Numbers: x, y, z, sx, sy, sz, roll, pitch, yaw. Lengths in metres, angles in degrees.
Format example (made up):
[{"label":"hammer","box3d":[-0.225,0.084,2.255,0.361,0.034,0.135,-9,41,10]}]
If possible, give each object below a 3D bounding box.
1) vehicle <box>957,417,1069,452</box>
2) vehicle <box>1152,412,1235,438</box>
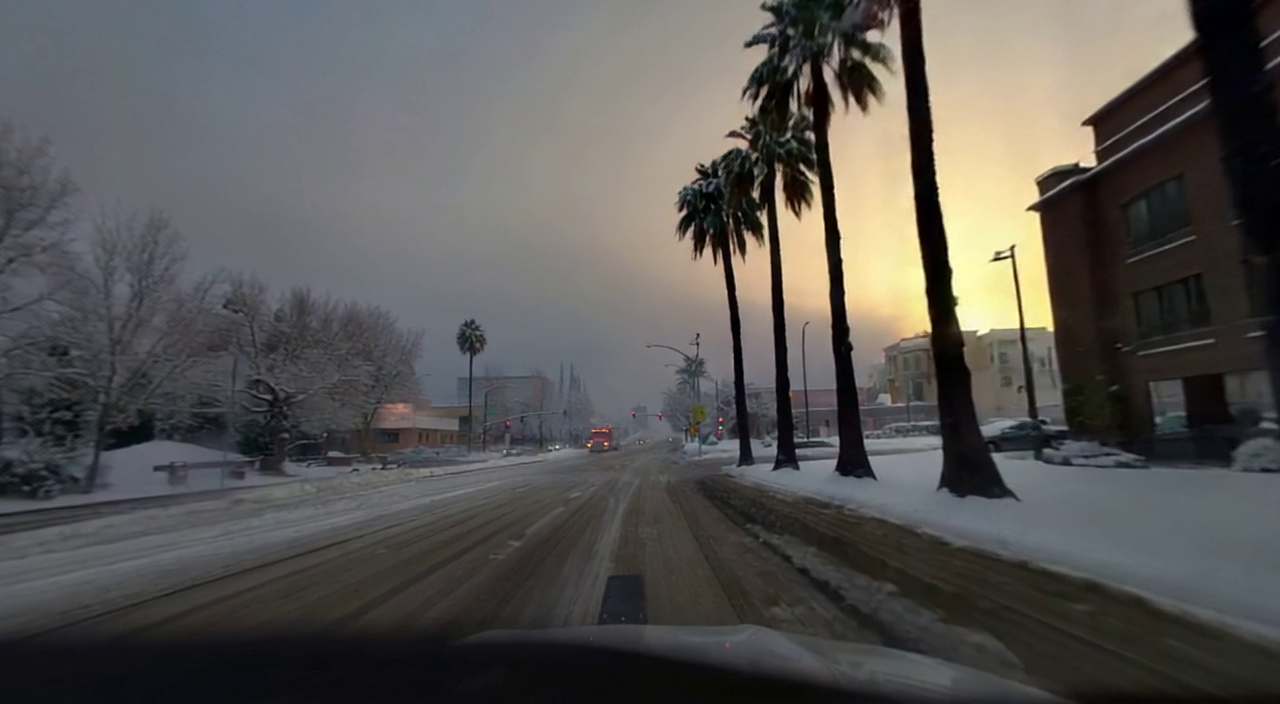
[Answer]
[{"label":"vehicle","box3d":[16.566,3.688,27.953,3.945,1.463,1.684,0,-8,-5]},{"label":"vehicle","box3d":[36.901,4.929,42.022,1.794,1.535,4.466,-1,-9,6]}]
